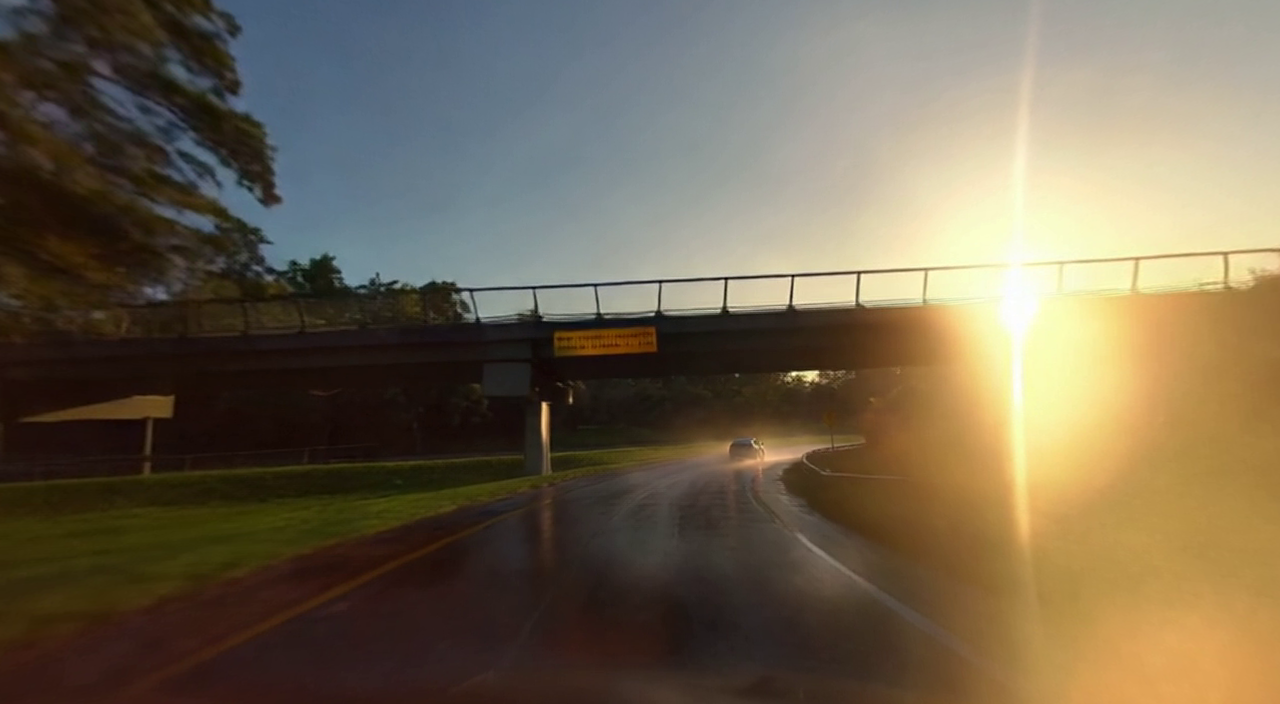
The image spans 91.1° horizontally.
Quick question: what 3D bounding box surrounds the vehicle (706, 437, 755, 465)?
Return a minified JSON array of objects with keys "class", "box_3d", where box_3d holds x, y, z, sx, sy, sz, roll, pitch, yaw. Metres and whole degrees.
[{"class":"vehicle","box_3d":[5.116,5.532,35.135,1.980,1.449,3.650,-4,-9,20]}]
